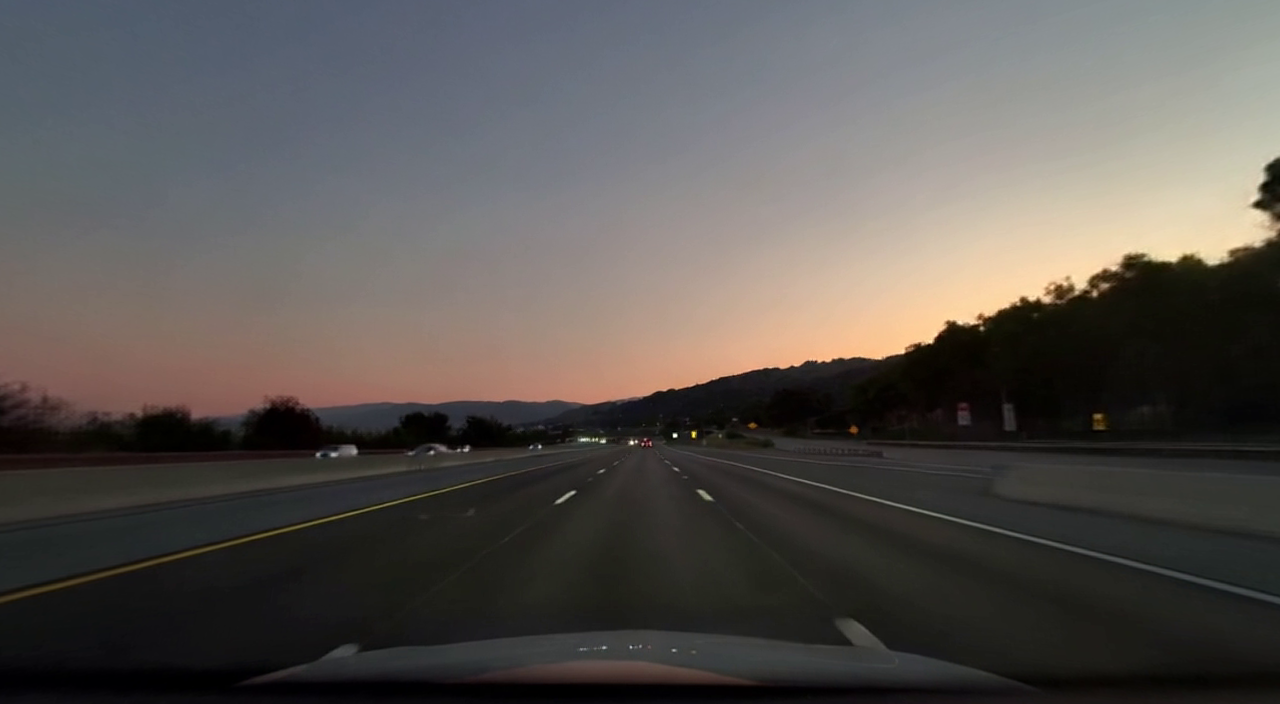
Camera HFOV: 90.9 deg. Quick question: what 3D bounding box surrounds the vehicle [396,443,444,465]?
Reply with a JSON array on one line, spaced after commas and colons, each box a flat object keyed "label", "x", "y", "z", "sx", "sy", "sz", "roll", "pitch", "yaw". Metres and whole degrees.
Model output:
[{"label": "vehicle", "x": -15.966, "y": 7.400, "z": 45.982, "sx": 1.855, "sy": 1.473, "sz": 4.456, "roll": 0, "pitch": -8, "yaw": 1}]
